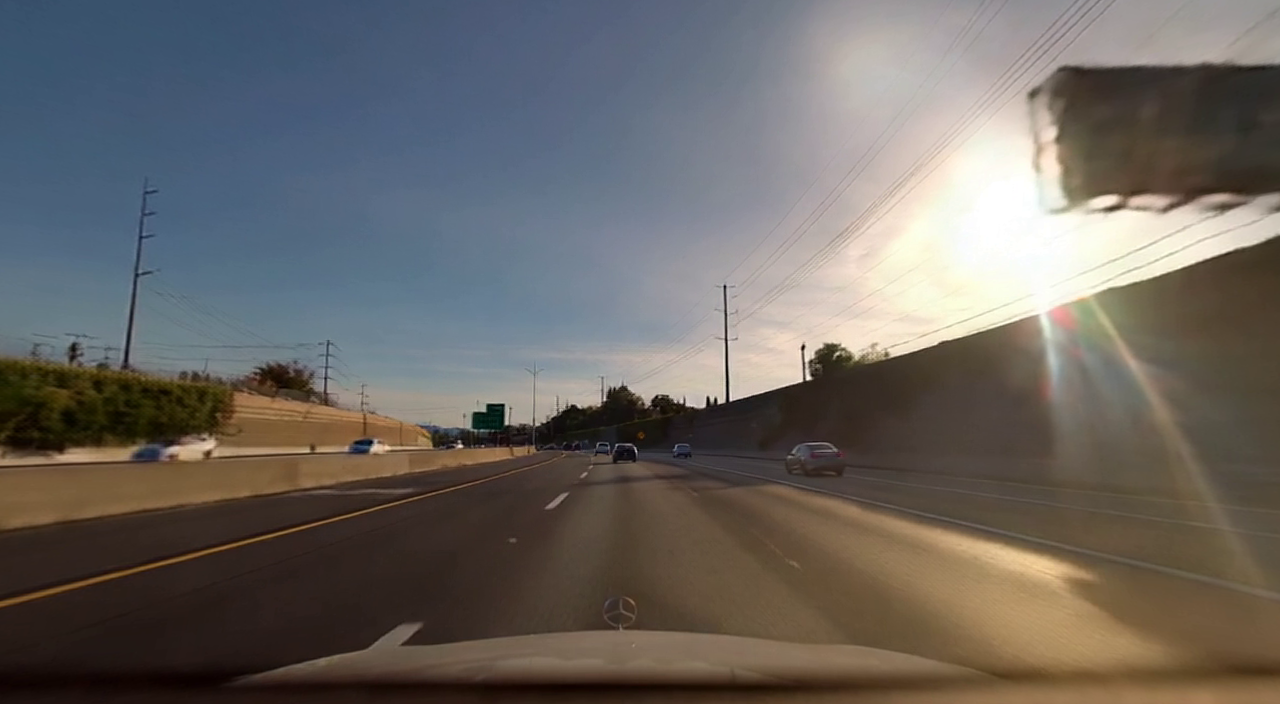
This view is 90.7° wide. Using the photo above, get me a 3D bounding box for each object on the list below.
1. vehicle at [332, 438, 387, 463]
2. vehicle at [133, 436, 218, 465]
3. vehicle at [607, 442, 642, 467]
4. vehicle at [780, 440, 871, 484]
[{"bbox_3d":[-21.871,7.699,49.613,2.115,1.861,5.374,0,-8,-3],"label":"vehicle"},{"bbox_3d":[-32.280,6.846,44.211,2.028,1.866,5.383,0,-8,-3],"label":"vehicle"},{"bbox_3d":[-1.080,6.674,41.358,2.109,1.489,4.027,0,-8,-4],"label":"vehicle"},{"bbox_3d":[6.687,4.008,23.332,1.876,1.451,4.154,0,-8,-3],"label":"vehicle"}]
